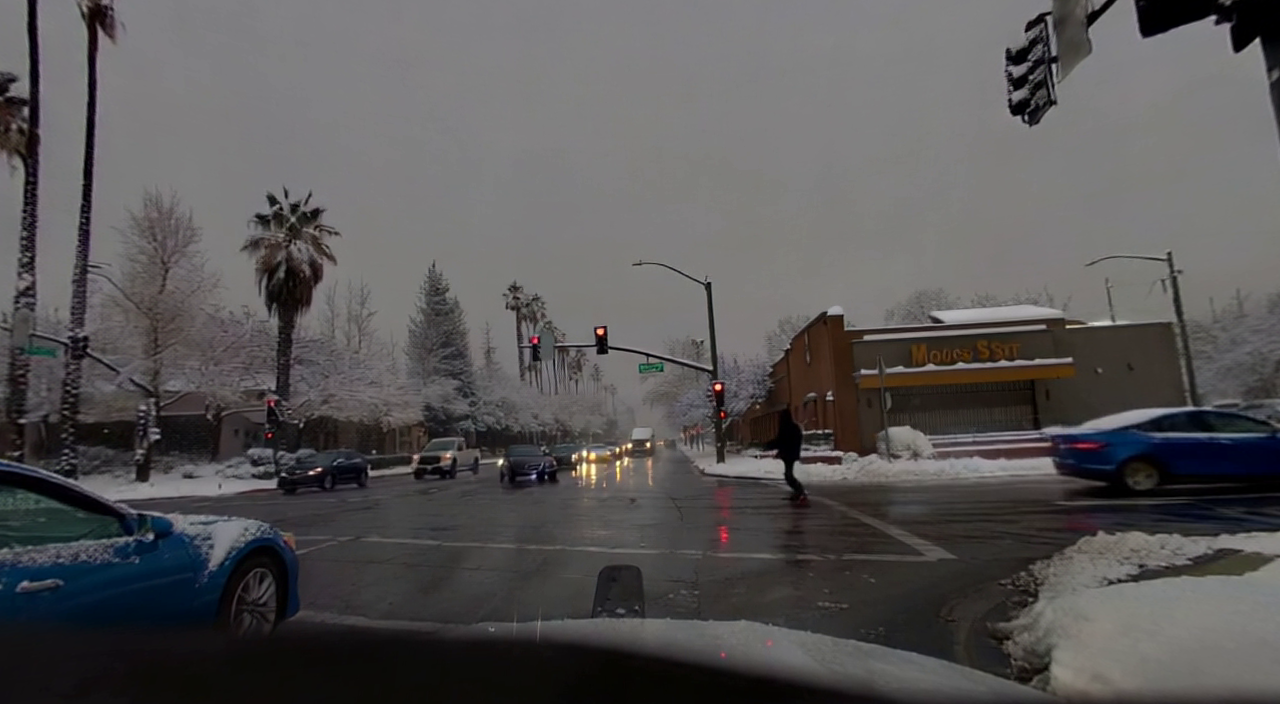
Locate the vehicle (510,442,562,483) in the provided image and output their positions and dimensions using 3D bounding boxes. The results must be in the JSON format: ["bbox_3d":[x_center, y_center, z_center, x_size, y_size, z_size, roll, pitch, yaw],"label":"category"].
[{"bbox_3d":[-4.204,4.325,25.099,1.839,1.468,4.549,2,-9,-11],"label":"vehicle"}]

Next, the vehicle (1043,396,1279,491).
[{"bbox_3d":[11.239,1.842,12.718,4.775,1.709,2.092,-3,-9,18],"label":"vehicle"}]

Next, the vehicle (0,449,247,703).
[{"bbox_3d":[-3.701,1.023,2.249,1.850,1.325,4.295,0,-9,0],"label":"vehicle"}]

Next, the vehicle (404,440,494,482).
[{"bbox_3d":[-8.996,5.291,30.376,2.050,1.792,5.507,-1,-11,7],"label":"vehicle"}]

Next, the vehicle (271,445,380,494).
[{"bbox_3d":[-13.002,4.876,26.477,1.870,1.705,4.426,-6,-10,8],"label":"vehicle"}]
